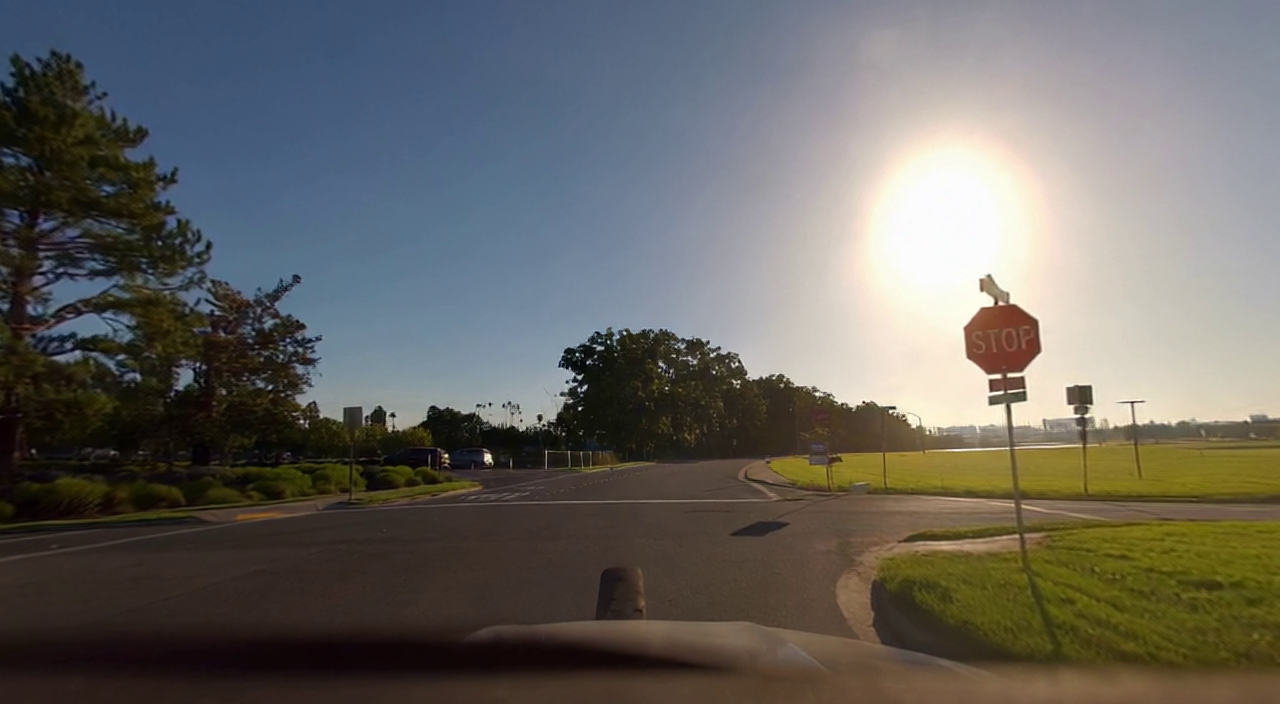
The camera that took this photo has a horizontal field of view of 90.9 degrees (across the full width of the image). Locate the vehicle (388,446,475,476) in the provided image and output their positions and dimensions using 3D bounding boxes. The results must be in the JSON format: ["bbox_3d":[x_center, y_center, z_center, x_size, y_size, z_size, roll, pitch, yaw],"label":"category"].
[{"bbox_3d":[-12.709,6.624,38.537,4.590,1.735,1.973,-1,-9,3],"label":"vehicle"}]
